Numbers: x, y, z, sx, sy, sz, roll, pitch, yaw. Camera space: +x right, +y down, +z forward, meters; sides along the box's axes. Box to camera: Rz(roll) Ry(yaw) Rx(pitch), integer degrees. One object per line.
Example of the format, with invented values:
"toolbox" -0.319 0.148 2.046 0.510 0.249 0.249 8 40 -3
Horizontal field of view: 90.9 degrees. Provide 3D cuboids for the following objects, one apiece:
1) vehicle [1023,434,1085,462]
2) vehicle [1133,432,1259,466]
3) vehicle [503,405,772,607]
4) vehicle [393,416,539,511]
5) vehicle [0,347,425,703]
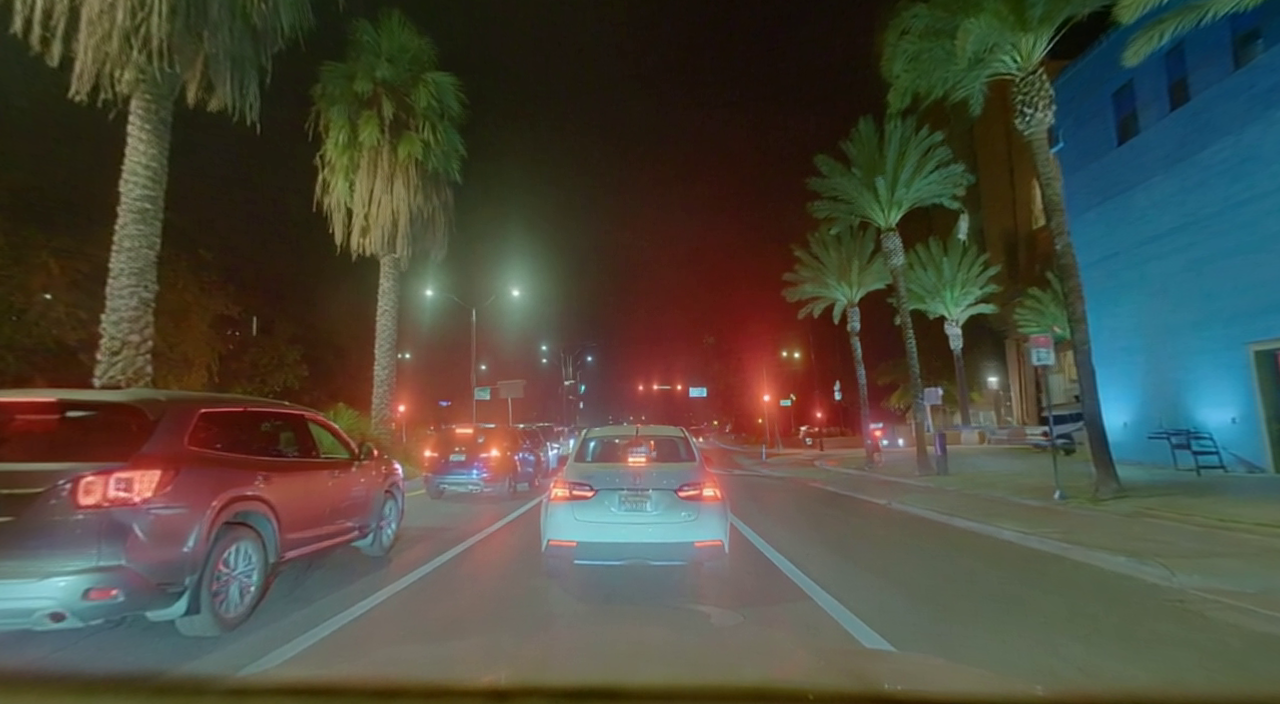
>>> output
"vehicle" 26.222 6.090 40.028 1.882 1.672 3.957 -2 -9 12
"vehicle" 25.457 4.445 28.961 3.914 1.427 1.779 -2 -8 5
"vehicle" -0.055 1.535 7.185 2.114 1.585 4.285 0 -8 -1
"vehicle" -3.459 2.305 13.383 1.840 1.684 4.041 0 -8 1
"vehicle" -3.535 1.161 5.338 1.914 1.741 4.398 0 -9 -1
